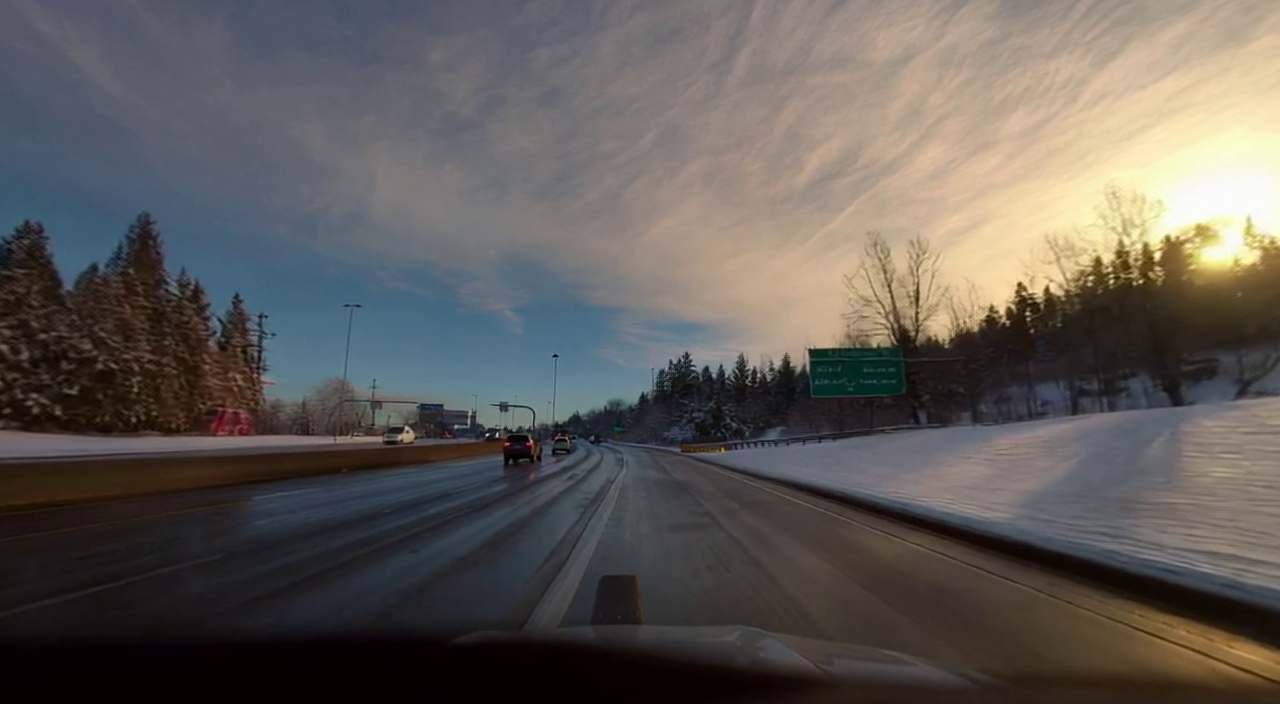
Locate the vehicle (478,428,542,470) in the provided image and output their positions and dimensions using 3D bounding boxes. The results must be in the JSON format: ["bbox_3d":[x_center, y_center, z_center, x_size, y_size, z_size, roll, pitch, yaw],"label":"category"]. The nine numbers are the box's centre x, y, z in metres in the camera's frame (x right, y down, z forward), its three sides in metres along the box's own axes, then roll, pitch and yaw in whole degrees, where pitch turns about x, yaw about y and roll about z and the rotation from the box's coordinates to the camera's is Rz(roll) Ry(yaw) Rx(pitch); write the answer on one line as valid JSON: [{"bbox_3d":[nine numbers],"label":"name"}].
[{"bbox_3d":[-6.284,4.727,30.962,2.188,1.896,4.810,0,-8,-1],"label":"vehicle"}]
